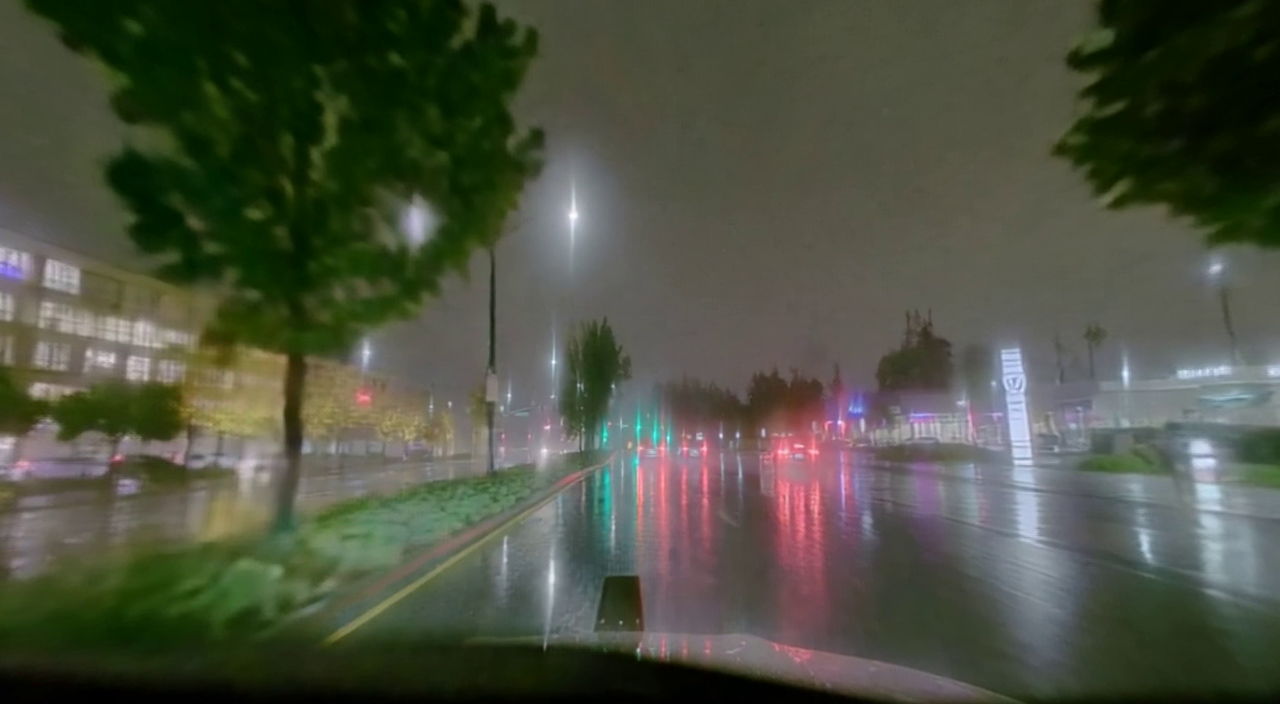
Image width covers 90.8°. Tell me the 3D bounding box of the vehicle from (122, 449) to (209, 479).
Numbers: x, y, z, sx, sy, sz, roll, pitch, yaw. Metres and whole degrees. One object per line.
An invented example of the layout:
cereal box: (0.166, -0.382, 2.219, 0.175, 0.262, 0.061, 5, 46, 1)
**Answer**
vehicle: (-28.701, 6.778, 38.403, 1.990, 1.662, 4.352, 0, -8, -2)

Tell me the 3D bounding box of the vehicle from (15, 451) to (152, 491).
vehicle: (-25.739, 5.465, 29.514, 2.051, 1.644, 4.674, 0, -8, 1)

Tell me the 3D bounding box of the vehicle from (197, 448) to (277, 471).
vehicle: (-30.216, 8.067, 47.458, 4.621, 1.670, 1.895, 0, -8, 0)

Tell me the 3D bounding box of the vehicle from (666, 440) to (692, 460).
vehicle: (2.934, 7.498, 48.419, 1.685, 1.441, 3.795, 0, -8, -1)

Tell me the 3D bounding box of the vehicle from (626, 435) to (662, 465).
vehicle: (0.220, 5.958, 38.616, 2.100, 1.683, 4.231, 0, -8, 0)
